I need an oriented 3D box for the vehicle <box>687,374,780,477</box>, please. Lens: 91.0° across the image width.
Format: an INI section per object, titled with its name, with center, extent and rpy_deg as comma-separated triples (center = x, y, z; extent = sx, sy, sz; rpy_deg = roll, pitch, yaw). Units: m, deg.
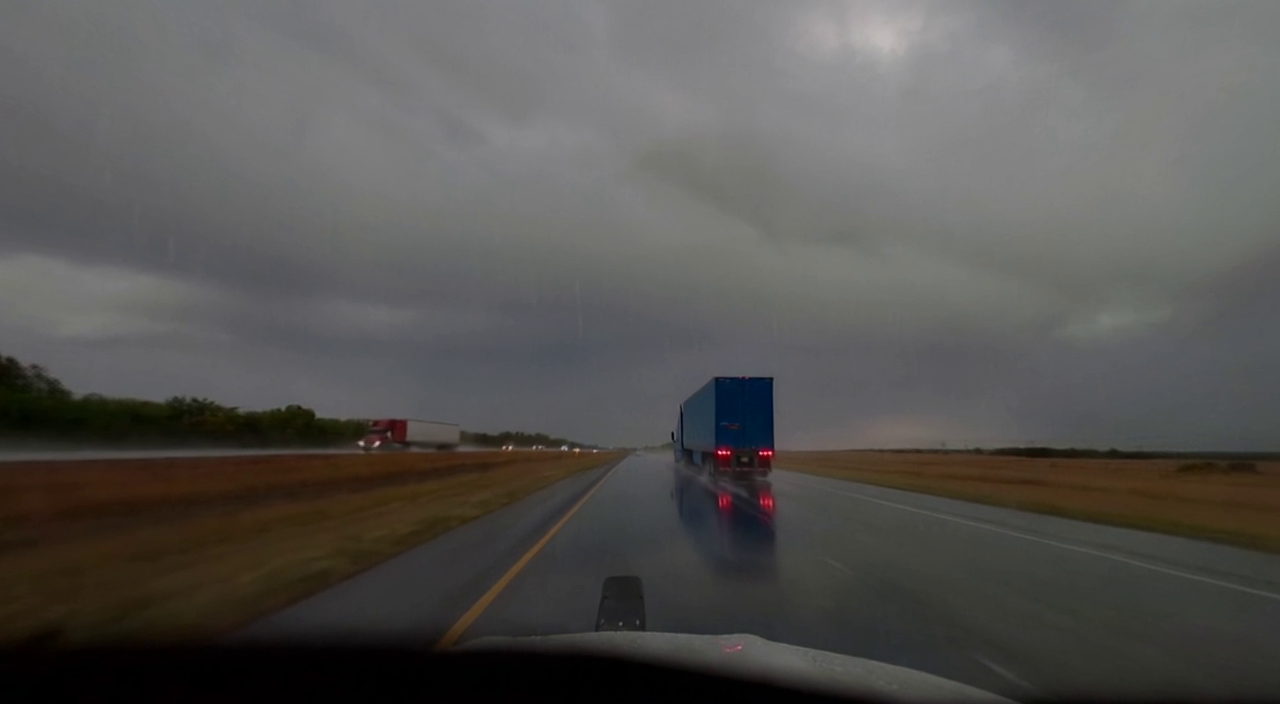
[vehicle]
center = 4.268, 3.953, 32.124
extent = 2.818, 4.206, 12.987
rpy_deg = 0, -9, 0
